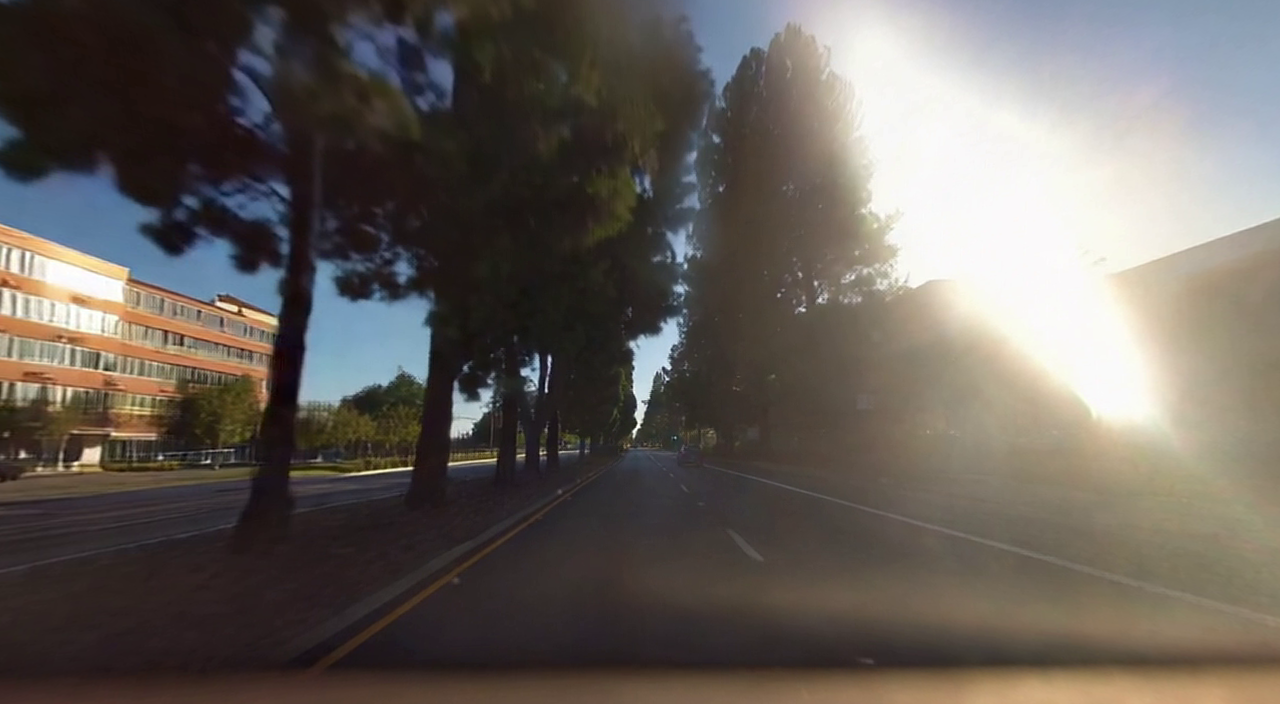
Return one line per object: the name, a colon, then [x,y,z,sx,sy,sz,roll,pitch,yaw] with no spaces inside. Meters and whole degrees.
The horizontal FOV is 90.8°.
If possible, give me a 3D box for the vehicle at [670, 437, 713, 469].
vehicle: [3.068,6.174,38.809,2.085,1.828,5.383,0,-8,-1]
